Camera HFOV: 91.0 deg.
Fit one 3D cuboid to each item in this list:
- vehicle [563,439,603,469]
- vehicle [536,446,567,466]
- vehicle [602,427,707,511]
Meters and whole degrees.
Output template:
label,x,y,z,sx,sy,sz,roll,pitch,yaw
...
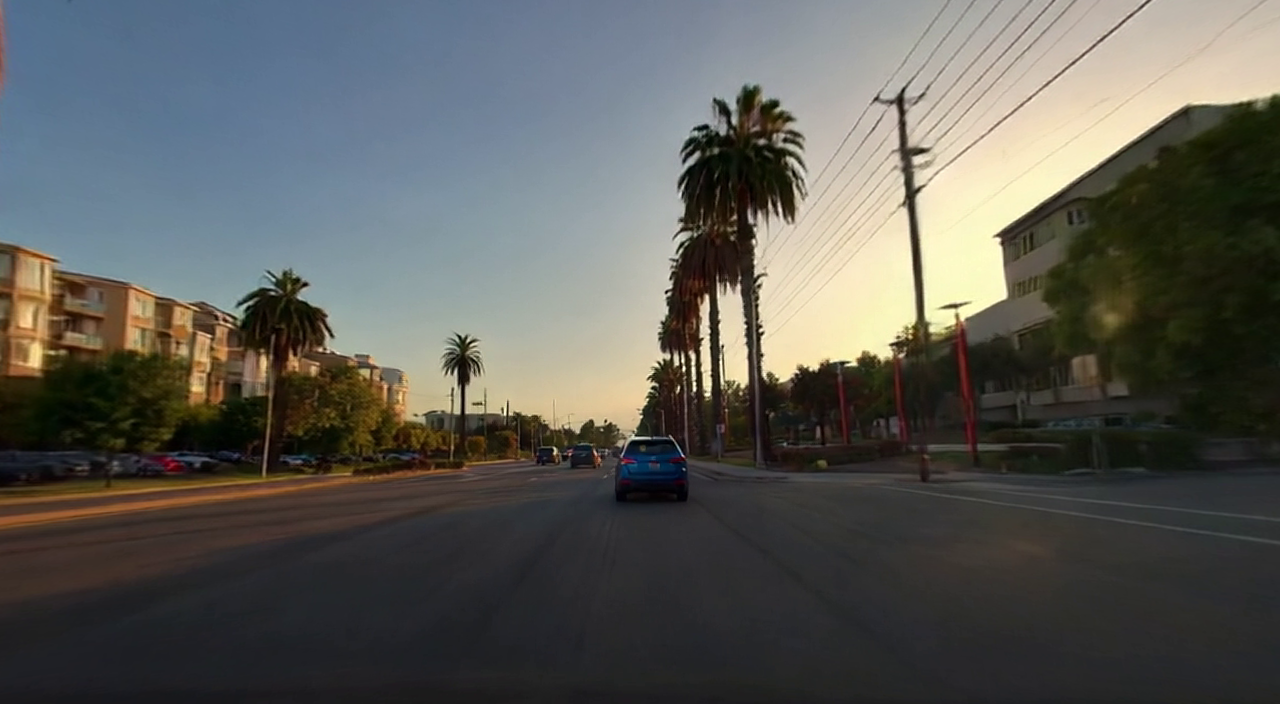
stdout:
label,x,y,z,sx,sy,sz,roll,pitch,yaw
vehicle,-3.721,6.751,41.839,2.169,1.796,4.821,0,-9,1
vehicle,-6.959,8.214,49.978,1.910,1.484,3.980,0,-9,0
vehicle,0.242,2.757,15.269,2.198,1.706,4.166,0,-9,-2
